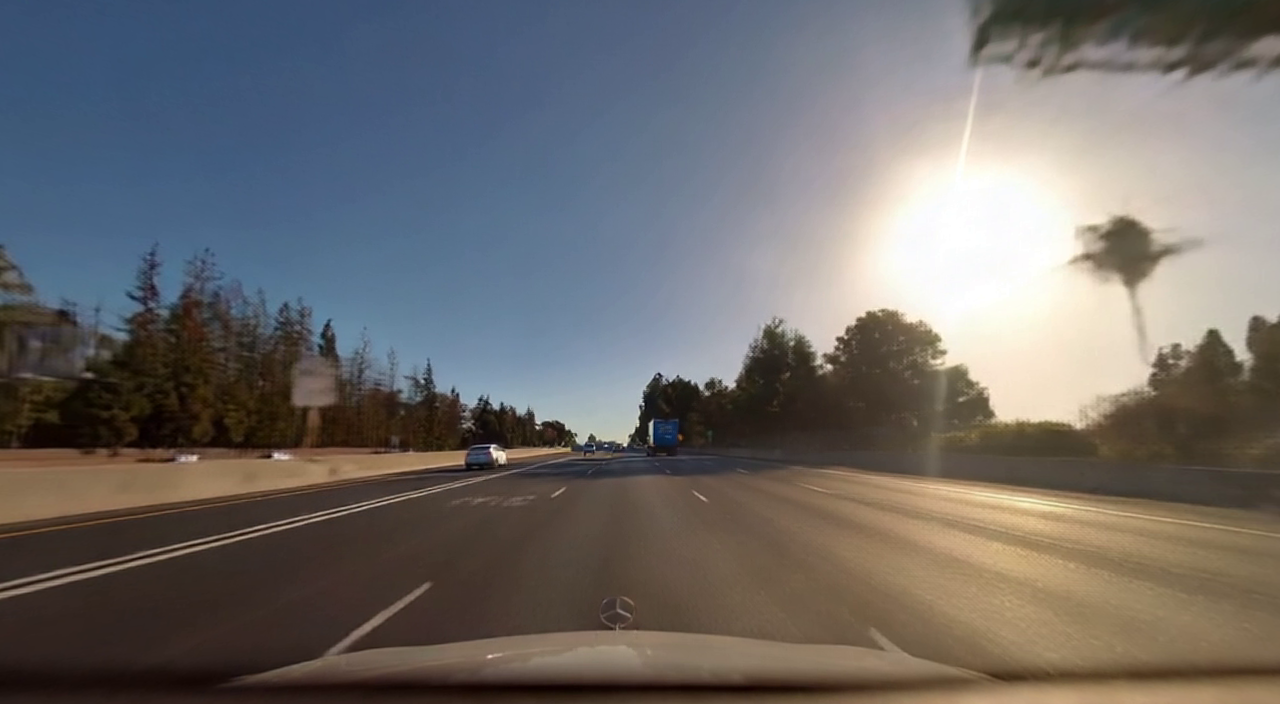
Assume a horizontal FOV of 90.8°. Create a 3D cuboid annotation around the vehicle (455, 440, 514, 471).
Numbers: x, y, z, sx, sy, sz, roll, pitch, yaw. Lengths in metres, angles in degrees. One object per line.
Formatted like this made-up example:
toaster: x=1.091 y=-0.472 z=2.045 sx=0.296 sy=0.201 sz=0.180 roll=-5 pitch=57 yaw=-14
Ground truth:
vehicle: x=-8.157 y=5.483 z=33.575 sx=2.033 sy=1.494 sz=4.508 roll=0 pitch=-9 yaw=0
